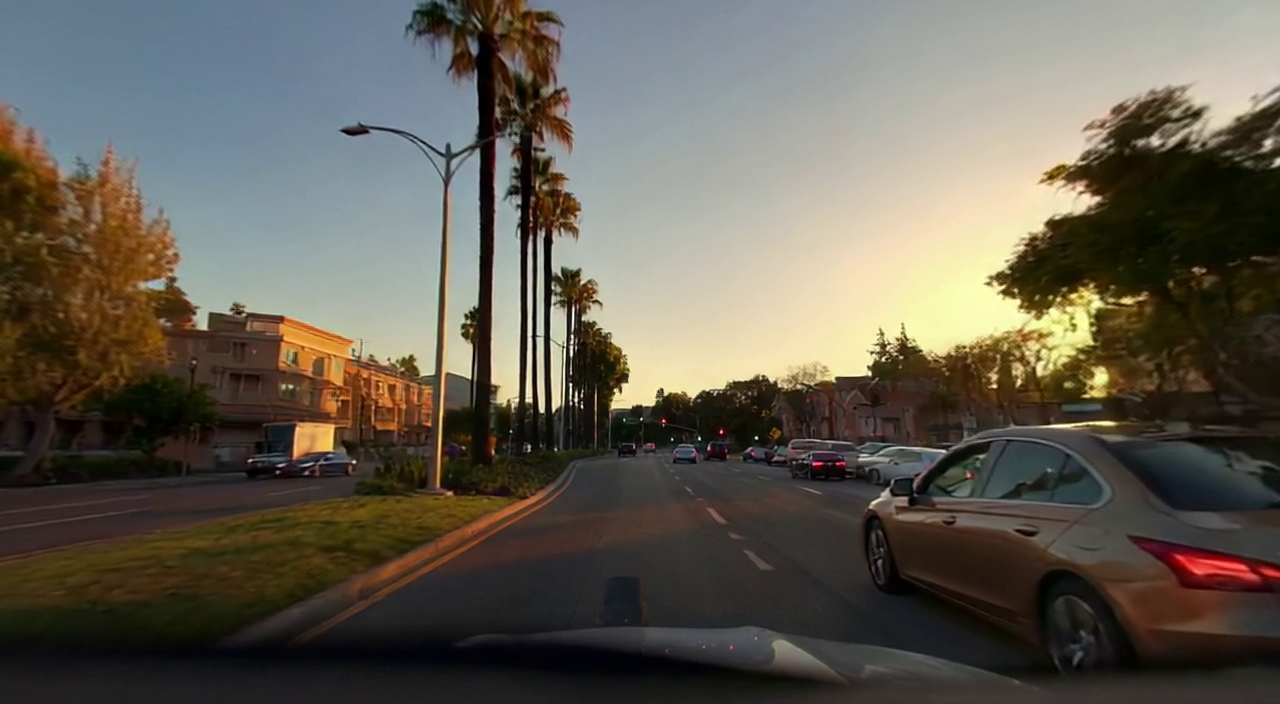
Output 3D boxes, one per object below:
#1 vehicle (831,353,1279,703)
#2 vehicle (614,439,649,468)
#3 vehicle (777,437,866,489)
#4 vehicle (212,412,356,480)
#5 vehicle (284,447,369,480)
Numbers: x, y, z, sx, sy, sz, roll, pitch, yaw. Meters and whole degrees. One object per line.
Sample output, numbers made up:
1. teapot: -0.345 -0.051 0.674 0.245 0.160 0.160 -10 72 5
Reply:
1. vehicle: 2.973 1.133 4.208 2.009 1.639 4.267 0 -9 -1
2. vehicle: -0.541 6.446 40.229 2.087 1.709 4.076 0 -9 0
3. vehicle: 6.393 3.944 22.717 1.858 1.653 4.194 0 -9 -1
4. vehicle: -18.988 5.159 34.478 2.933 3.159 8.124 -2 -9 2
5. vehicle: -15.482 5.506 31.414 1.783 1.477 4.624 0 -9 1
